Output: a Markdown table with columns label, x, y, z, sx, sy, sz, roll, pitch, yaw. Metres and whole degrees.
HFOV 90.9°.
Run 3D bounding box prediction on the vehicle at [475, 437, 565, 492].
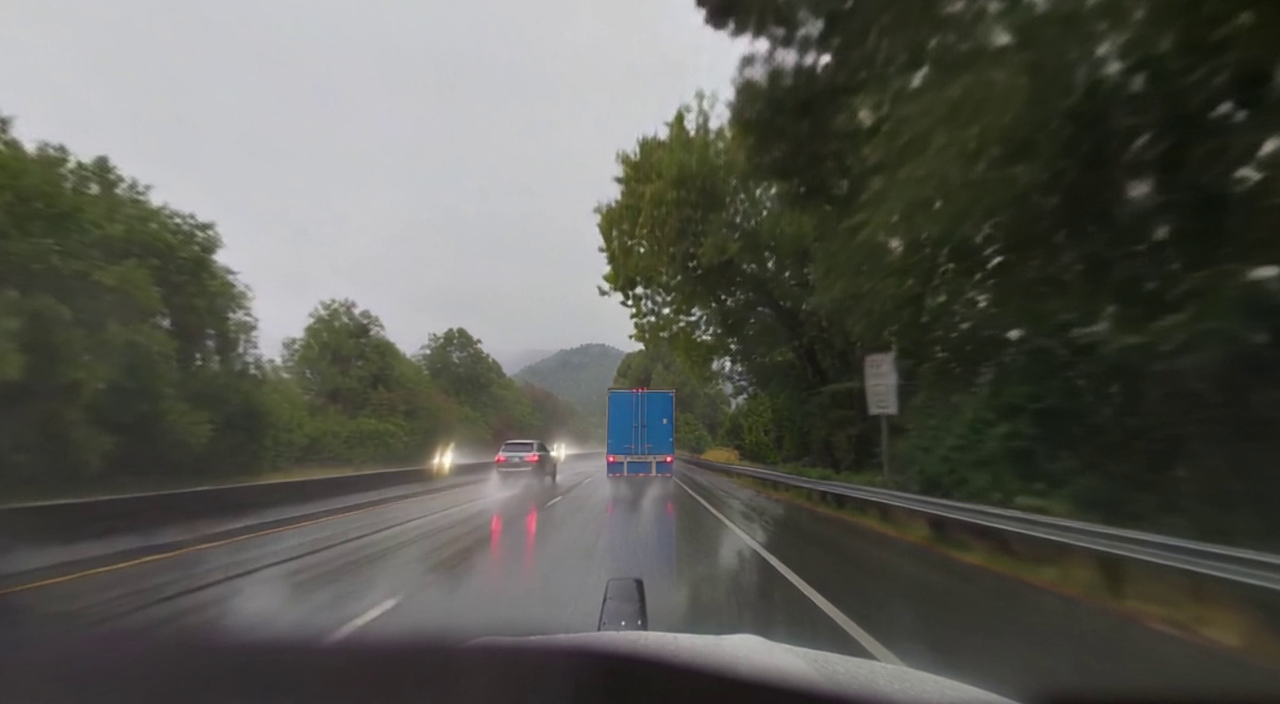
| label | x | y | z | sx | sy | sz | roll | pitch | yaw |
| --- | --- | --- | --- | --- | --- | --- | --- | --- | --- |
| vehicle | -3.908 | 3.767 | 21.376 | 2.160 | 1.661 | 4.388 | 0 | -9 | 0 |

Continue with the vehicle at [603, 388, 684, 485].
| label | x | y | z | sx | sy | sz | roll | pitch | yaw |
| --- | --- | --- | --- | --- | --- | --- | --- | --- | --- |
| vehicle | 0.003 | 3.750 | 27.328 | 2.913 | 3.530 | 8.648 | 0 | -9 | -2 |
